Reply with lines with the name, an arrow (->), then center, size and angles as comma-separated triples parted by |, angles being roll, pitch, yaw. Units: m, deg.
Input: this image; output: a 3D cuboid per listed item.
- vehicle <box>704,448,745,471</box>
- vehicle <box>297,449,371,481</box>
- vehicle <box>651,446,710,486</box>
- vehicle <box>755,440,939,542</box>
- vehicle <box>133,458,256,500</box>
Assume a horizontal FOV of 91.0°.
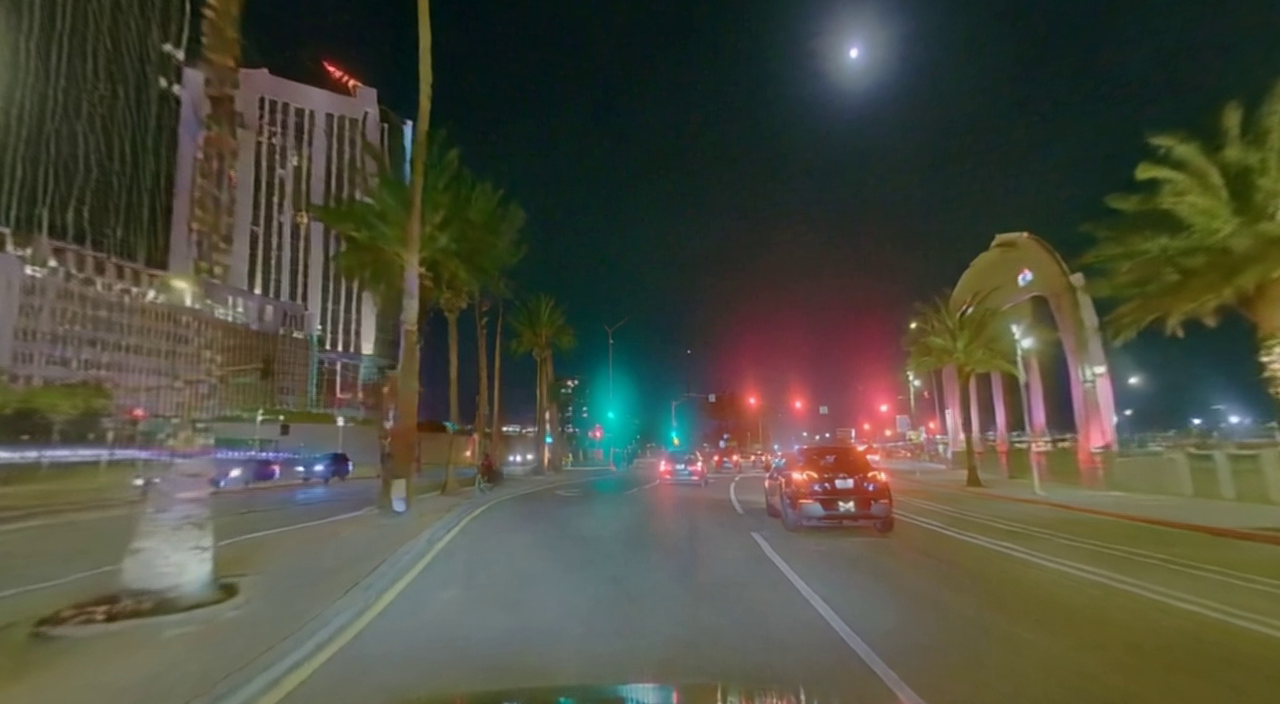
vehicle -> 5.949, 7.436, 43.783 | 2.134, 1.492, 4.674 | -2, -9, 15
vehicle -> -18.007, 6.637, 37.318 | 2.040, 1.749, 4.796 | 0, -9, -1
vehicle -> 1.740, 4.634, 25.900 | 2.077, 1.518, 3.760 | -2, -9, 9
vehicle -> 3.576, 2.479, 12.027 | 2.051, 1.509, 4.933 | -1, -9, 3
vehicle -> -18.152, 5.176, 25.974 | 1.912, 1.482, 4.495 | 0, -9, -2
